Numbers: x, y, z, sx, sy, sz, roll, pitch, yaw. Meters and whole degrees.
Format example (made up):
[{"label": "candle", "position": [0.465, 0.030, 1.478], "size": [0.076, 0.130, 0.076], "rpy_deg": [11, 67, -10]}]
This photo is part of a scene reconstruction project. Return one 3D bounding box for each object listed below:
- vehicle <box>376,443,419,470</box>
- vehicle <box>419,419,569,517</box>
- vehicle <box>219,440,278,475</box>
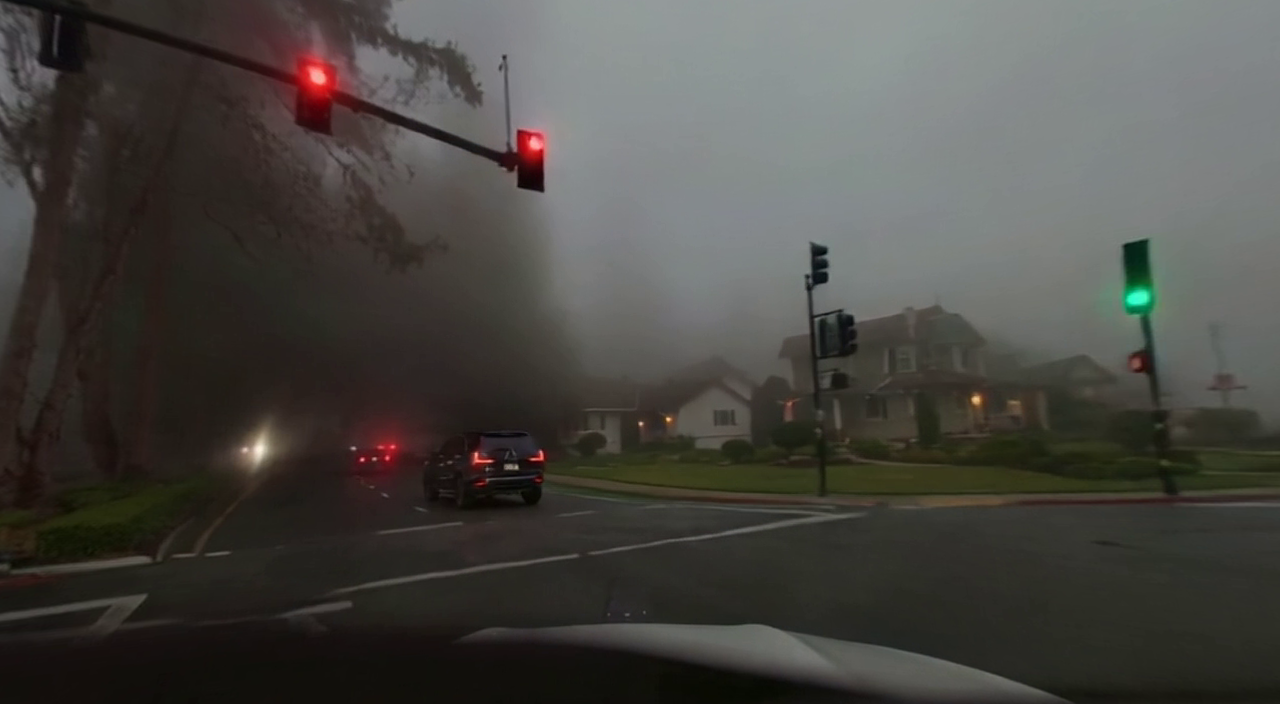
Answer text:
[{"label": "vehicle", "position": [-14.137, 6.027, 36.571], "size": [1.983, 1.433, 4.558], "rpy_deg": [4, -9, -24]}, {"label": "vehicle", "position": [-3.544, 2.583, 14.570], "size": [2.141, 1.833, 4.704], "rpy_deg": [4, -10, -28]}, {"label": "vehicle", "position": [-20.964, 5.651, 33.919], "size": [2.063, 1.721, 4.261], "rpy_deg": [4, -9, -24]}]
